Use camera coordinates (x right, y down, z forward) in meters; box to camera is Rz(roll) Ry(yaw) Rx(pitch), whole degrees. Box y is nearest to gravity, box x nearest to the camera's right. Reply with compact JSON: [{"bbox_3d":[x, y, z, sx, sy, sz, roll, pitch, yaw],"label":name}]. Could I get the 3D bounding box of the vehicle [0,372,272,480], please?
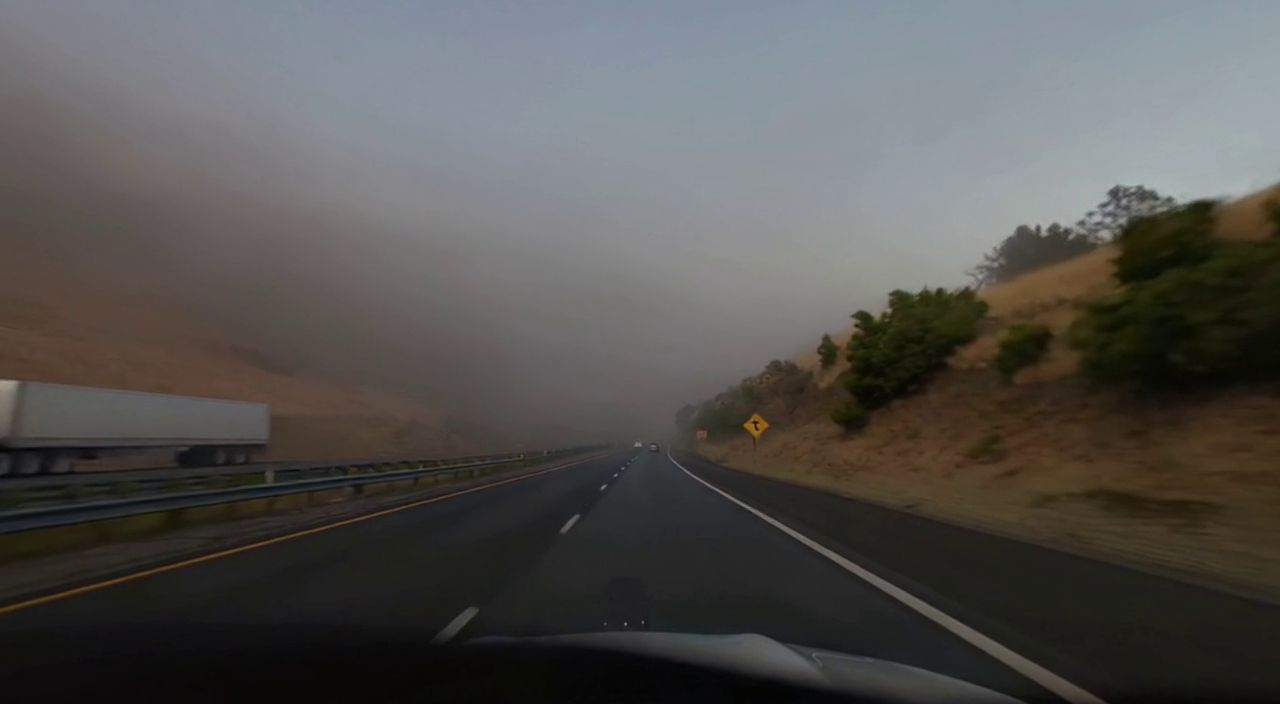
[{"bbox_3d":[-25.927,4.113,32.813,2.897,4.201,16.518,0,-9,3],"label":"vehicle"}]
